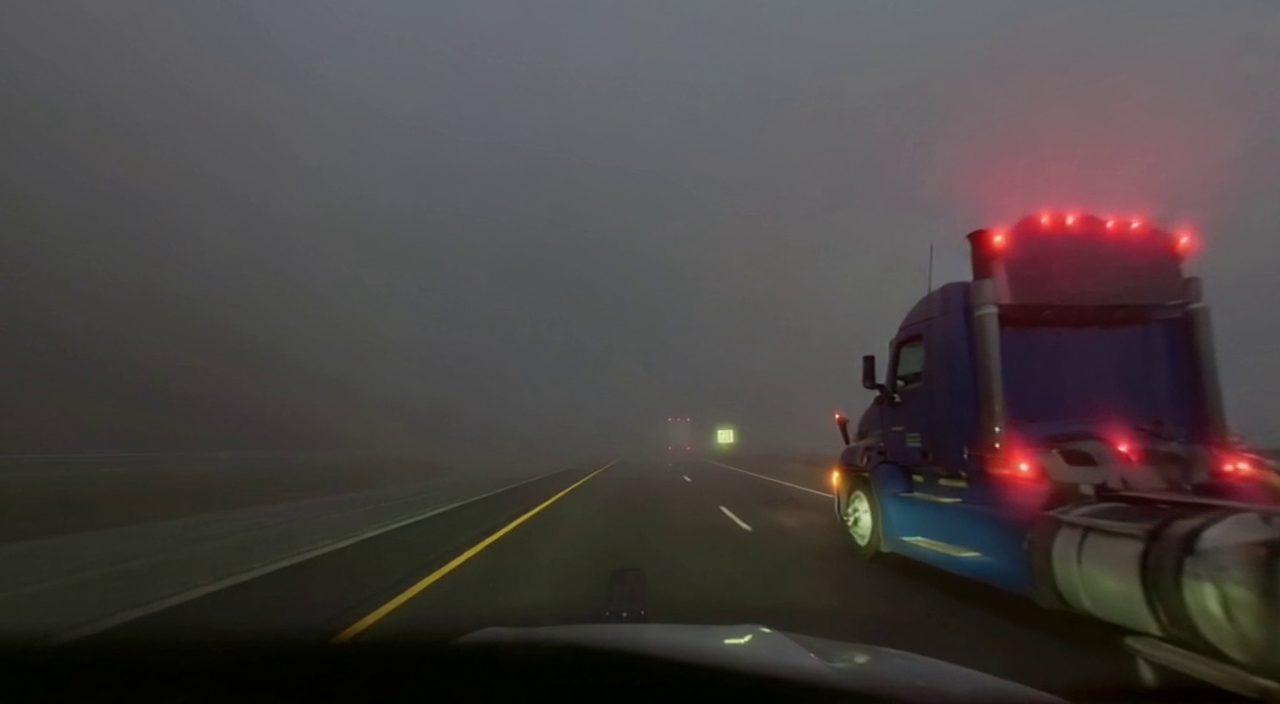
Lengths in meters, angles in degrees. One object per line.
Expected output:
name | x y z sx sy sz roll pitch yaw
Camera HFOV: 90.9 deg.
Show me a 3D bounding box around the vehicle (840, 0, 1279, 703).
vehicle | 4.088 -0.264 2.968 3.080 4.016 9.760 0 -8 0
